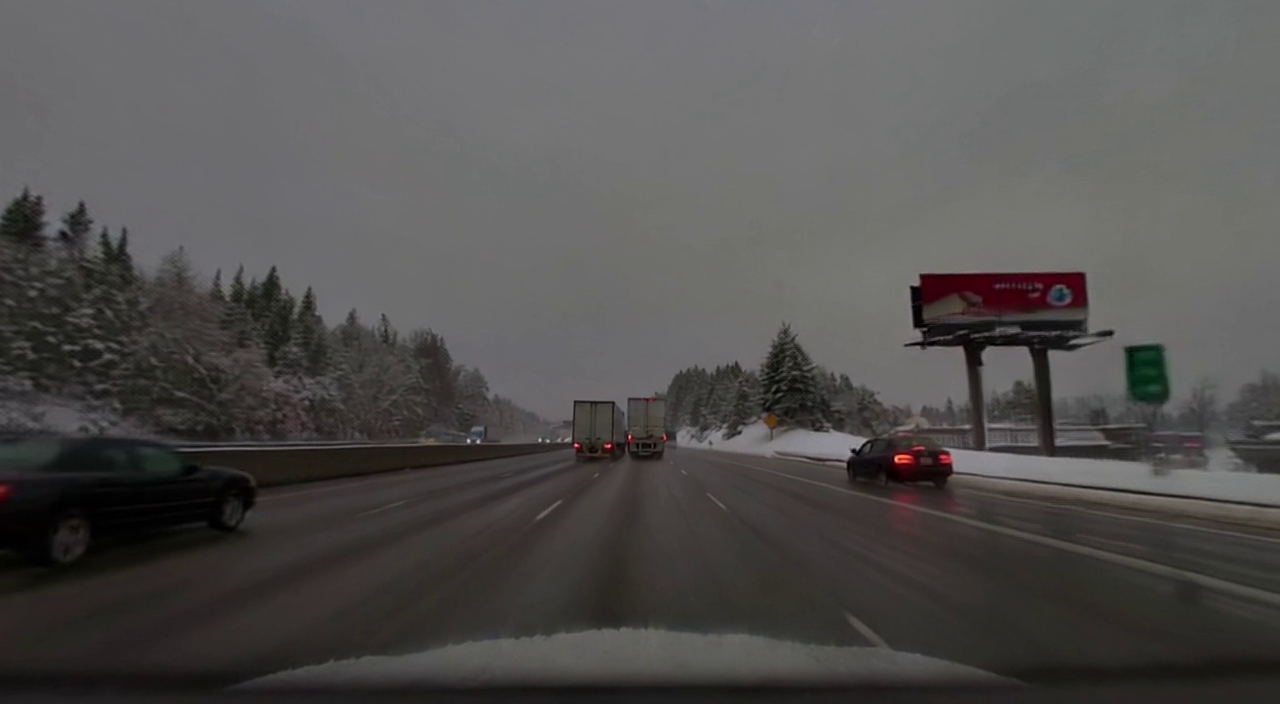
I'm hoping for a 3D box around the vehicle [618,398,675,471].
[{"bbox_3d":[0.311,4.997,39.905,3.054,3.944,11.230,0,-5,0],"label":"vehicle"}]

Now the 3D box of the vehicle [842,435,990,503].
[{"bbox_3d":[7.181,3.045,17.024,1.969,1.560,4.394,0,-8,-1],"label":"vehicle"}]

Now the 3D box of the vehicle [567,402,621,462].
[{"bbox_3d":[-3.230,6.064,47.439,2.962,3.947,11.574,0,-8,1],"label":"vehicle"}]

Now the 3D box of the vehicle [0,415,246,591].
[{"bbox_3d":[-6.664,1.470,6.621,1.992,1.547,4.673,0,-8,0],"label":"vehicle"}]
